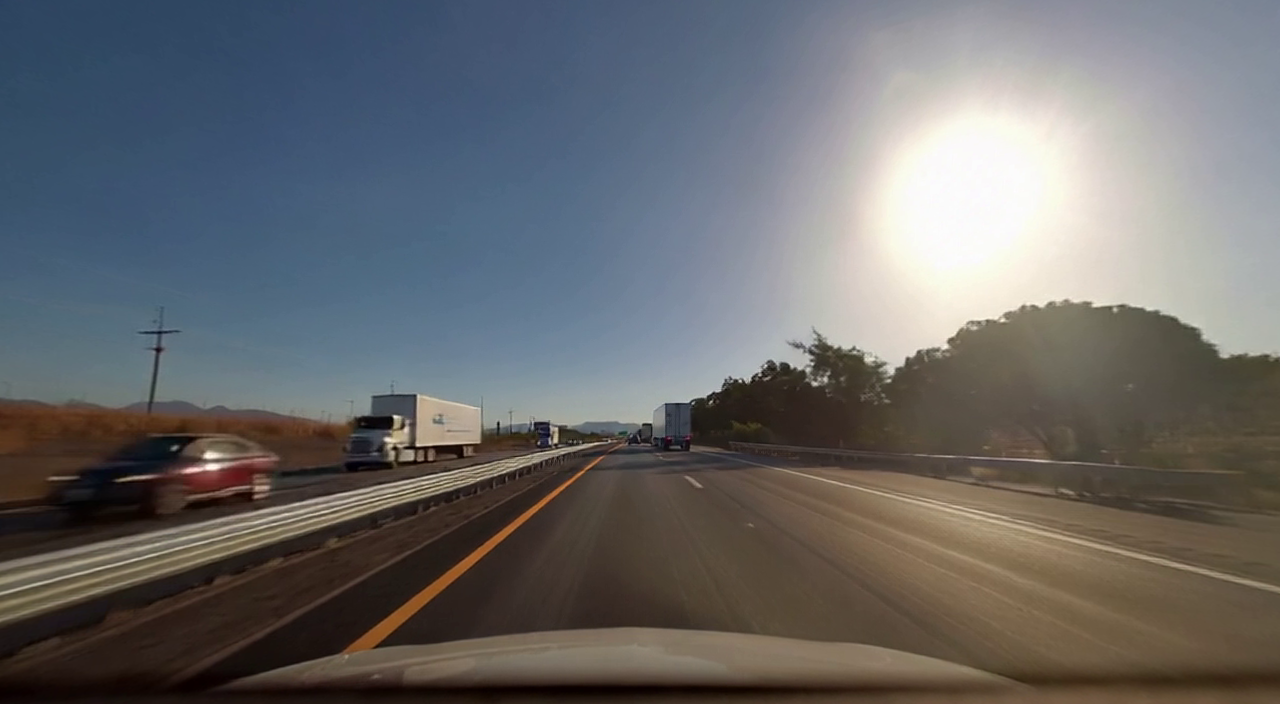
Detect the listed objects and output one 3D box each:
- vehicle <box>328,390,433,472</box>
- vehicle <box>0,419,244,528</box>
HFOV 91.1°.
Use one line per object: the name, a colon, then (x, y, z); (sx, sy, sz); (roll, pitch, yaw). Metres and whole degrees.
vehicle: (-13.616, 4.230, 33.666); (2.984, 3.955, 6.098); (0, -8, -1)
vehicle: (-10.931, 2.443, 13.338); (2.007, 1.888, 4.537); (0, -8, 0)
